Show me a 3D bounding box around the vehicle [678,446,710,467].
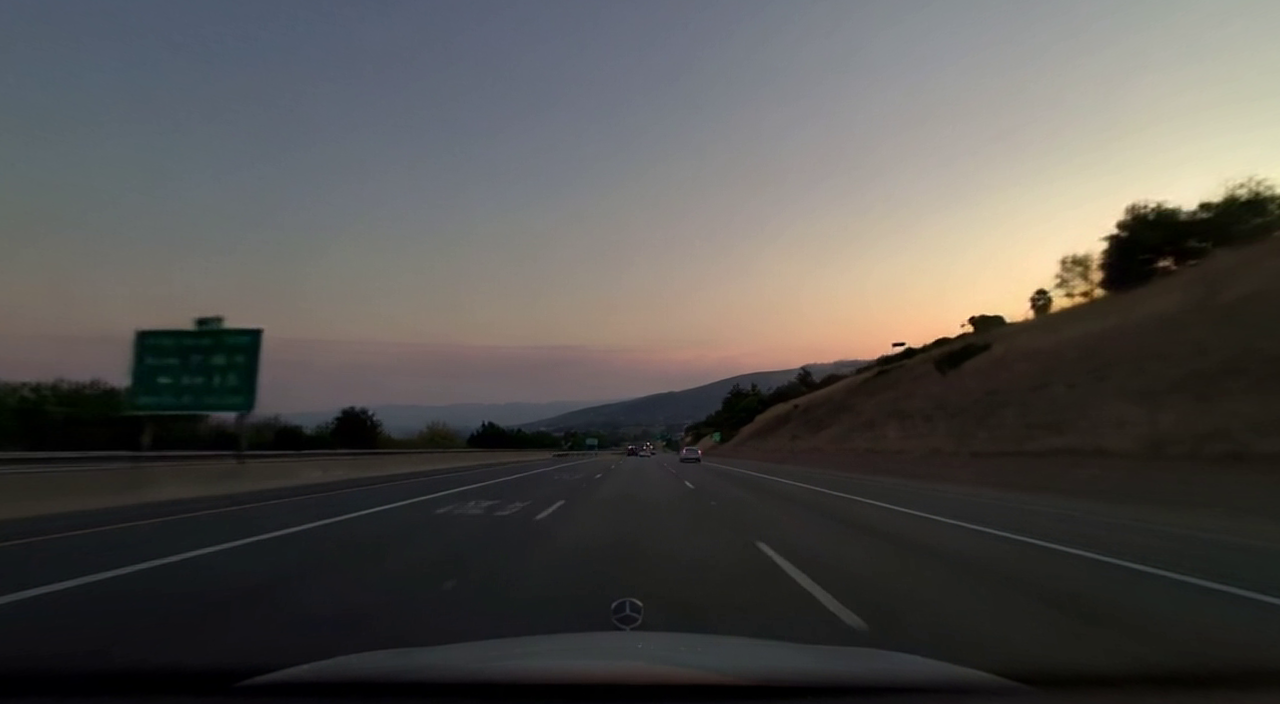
[{"bbox_3d":[4.075,7.918,48.128,2.003,1.520,4.058,0,-8,0],"label":"vehicle"}]
